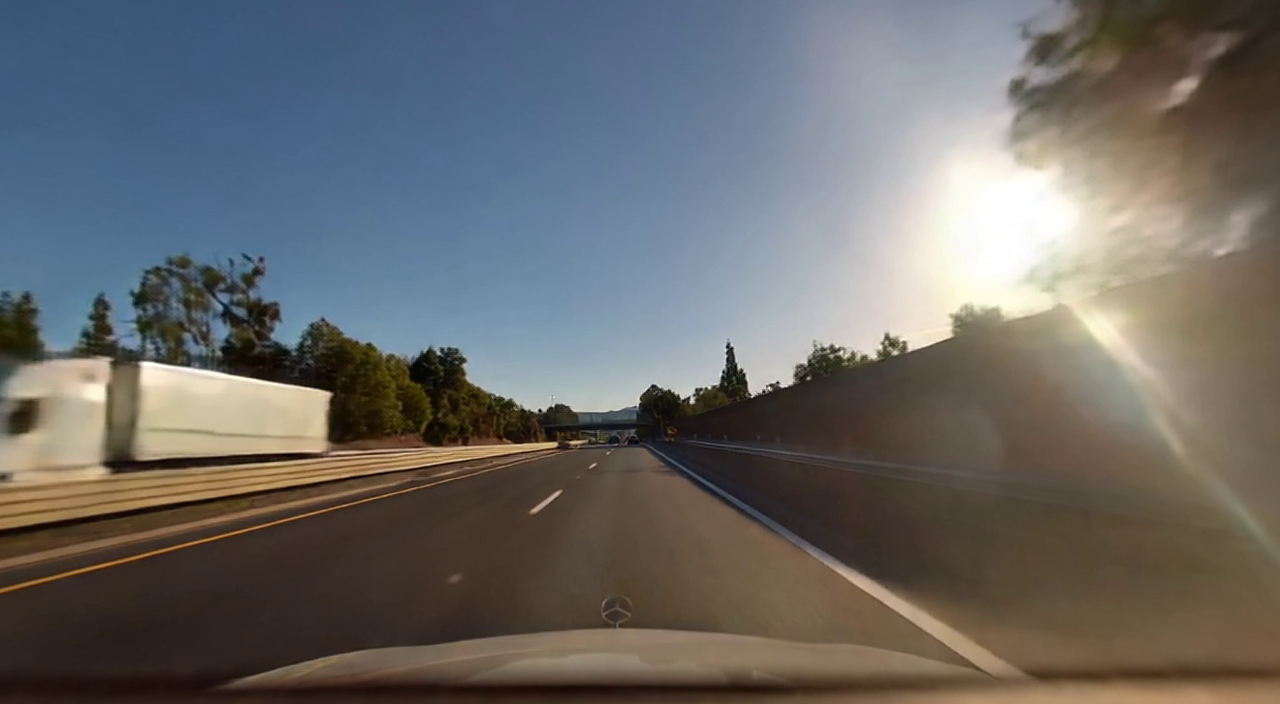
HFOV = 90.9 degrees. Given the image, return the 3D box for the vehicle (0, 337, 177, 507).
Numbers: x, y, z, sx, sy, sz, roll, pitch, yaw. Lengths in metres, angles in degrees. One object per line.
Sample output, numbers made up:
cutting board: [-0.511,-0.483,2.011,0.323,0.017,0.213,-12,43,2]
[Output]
vehicle: [-16.559,1.968,17.235,3.172,3.915,5.914,0,-8,-1]
